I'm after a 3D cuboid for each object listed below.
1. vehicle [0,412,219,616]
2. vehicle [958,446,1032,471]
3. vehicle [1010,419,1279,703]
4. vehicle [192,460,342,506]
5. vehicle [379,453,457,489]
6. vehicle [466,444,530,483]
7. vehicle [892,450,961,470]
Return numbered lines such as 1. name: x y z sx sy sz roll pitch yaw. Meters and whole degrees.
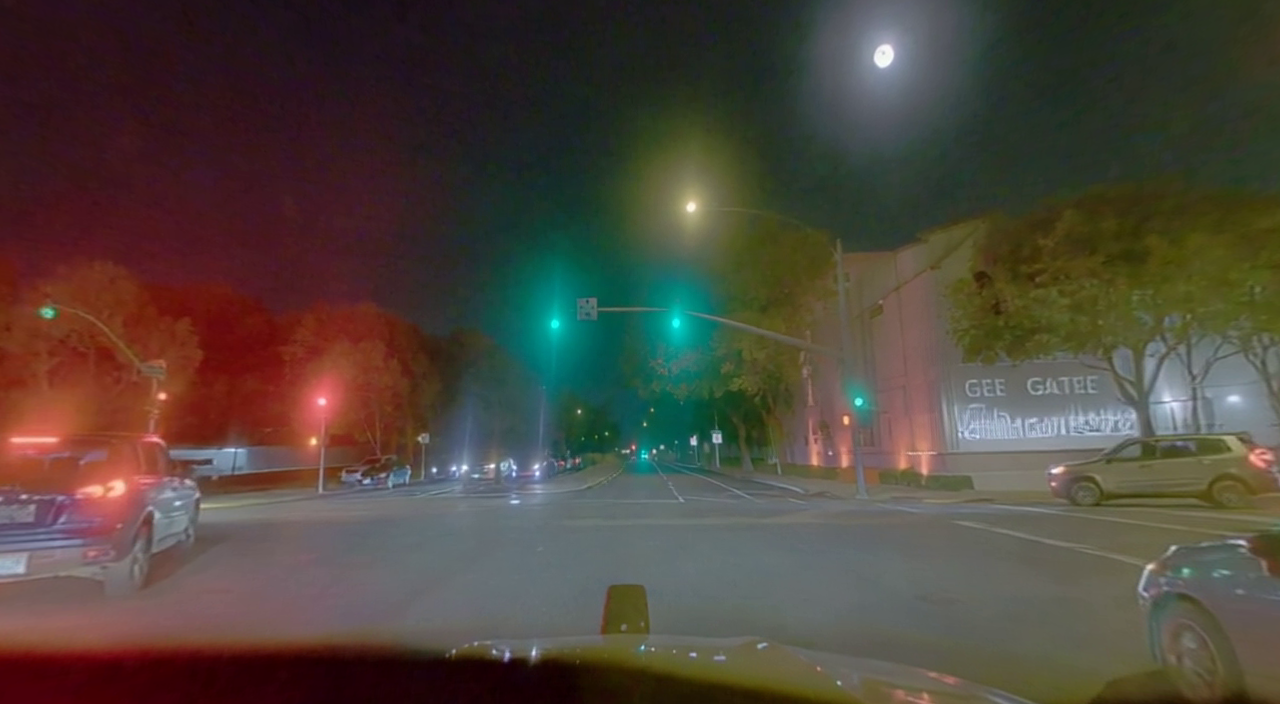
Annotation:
1. vehicle: -6.779 1.741 7.693 2.000 1.789 4.638 4 -9 -26
2. vehicle: 21.509 6.453 38.237 3.576 1.425 1.702 2 -9 -11
3. vehicle: 3.610 0.977 2.241 1.966 1.490 4.429 0 -9 1
4. vehicle: -14.354 5.027 24.655 2.011 1.480 4.747 -3 -9 20
5. vehicle: -10.604 5.711 30.558 2.041 1.548 4.868 0 -9 0
6. vehicle: -7.137 5.665 32.299 2.081 1.818 4.782 0 -9 1
7. vehicle: 20.586 7.778 45.382 4.120 1.340 1.654 -1 -9 5
